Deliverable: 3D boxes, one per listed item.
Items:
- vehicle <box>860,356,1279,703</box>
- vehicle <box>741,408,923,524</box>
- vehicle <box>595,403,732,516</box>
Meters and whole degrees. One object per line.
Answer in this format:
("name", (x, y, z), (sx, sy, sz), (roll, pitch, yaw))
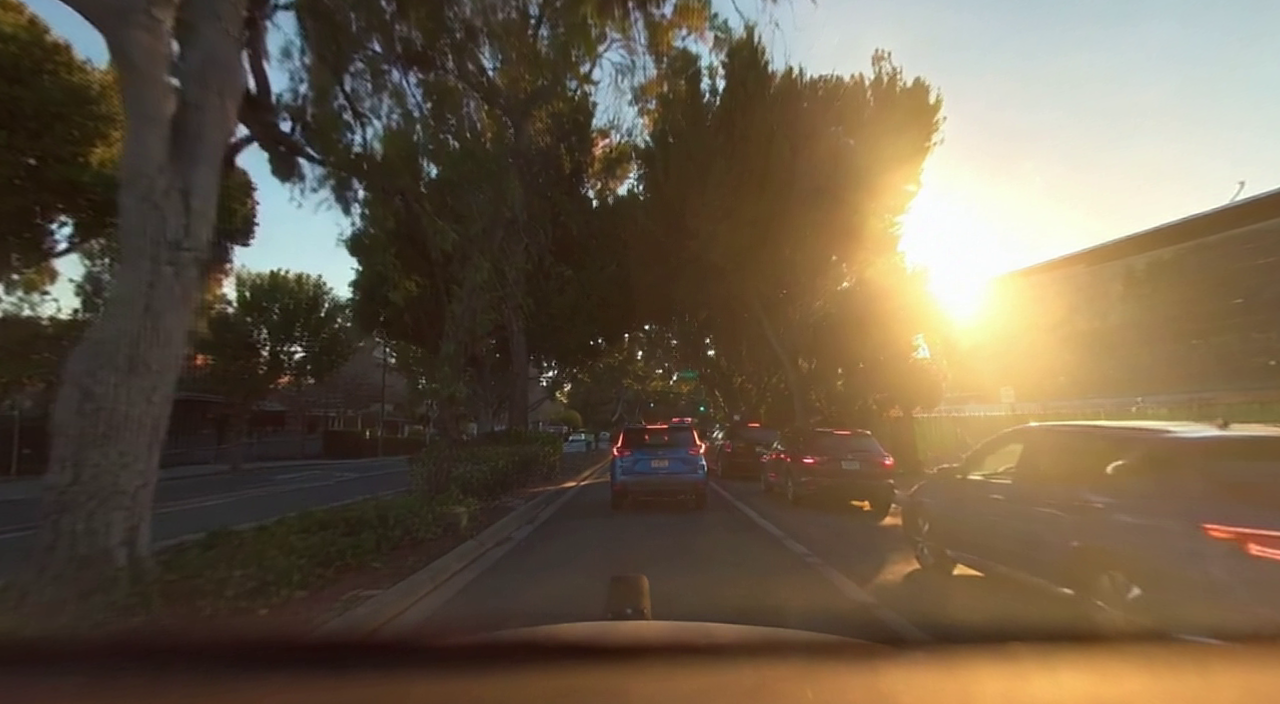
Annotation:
("vehicle", (3.607, 1.201, 4.758), (2.138, 1.699, 4.852), (0, -8, 0))
("vehicle", (3.702, 2.332, 13.439), (2.238, 1.958, 5.250), (0, -8, 0))
("vehicle", (0.435, 2.187, 13.170), (2.386, 1.947, 4.168), (0, -8, 1))
